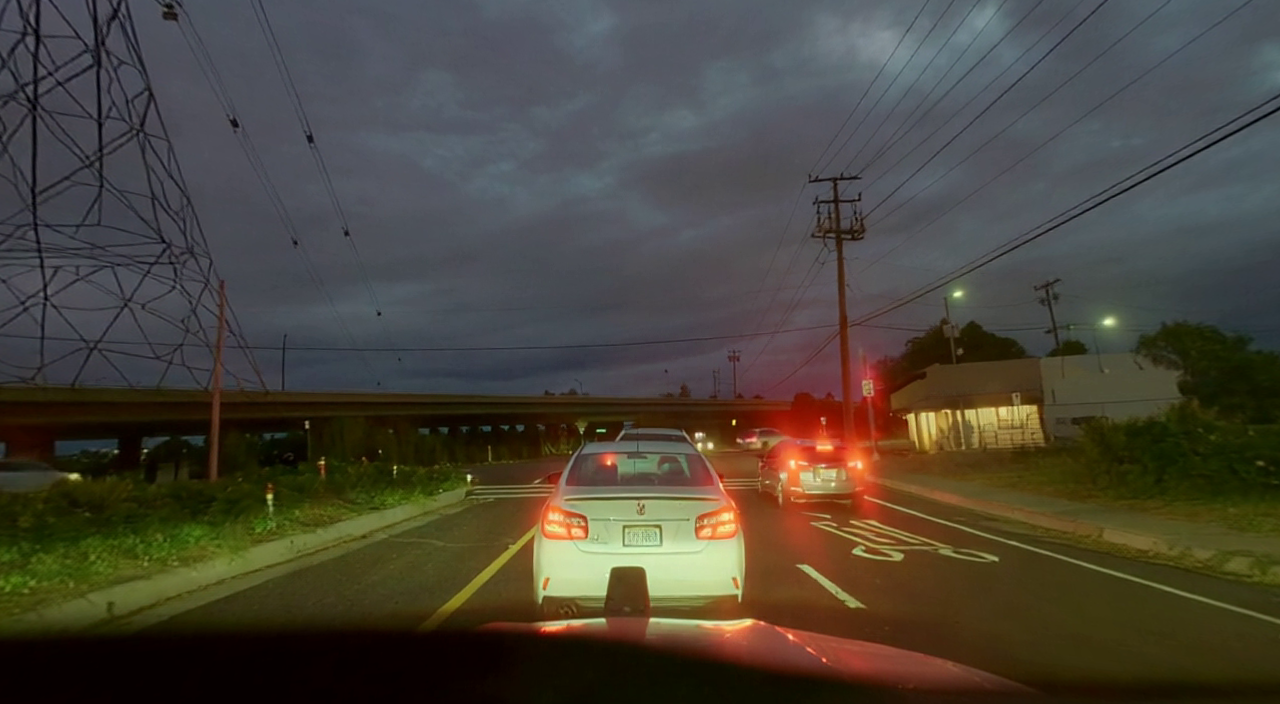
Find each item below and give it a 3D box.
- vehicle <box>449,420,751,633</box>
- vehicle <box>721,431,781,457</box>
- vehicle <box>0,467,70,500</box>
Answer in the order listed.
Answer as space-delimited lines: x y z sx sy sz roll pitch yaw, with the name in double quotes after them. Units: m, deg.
-0.239 1.524 6.460 2.090 1.458 4.033 -1 -9 1 "vehicle"
7.669 6.326 43.278 1.901 1.637 4.435 -8 -12 43 "vehicle"
-32.263 6.677 31.988 1.808 1.539 4.600 -8 -11 40 "vehicle"
